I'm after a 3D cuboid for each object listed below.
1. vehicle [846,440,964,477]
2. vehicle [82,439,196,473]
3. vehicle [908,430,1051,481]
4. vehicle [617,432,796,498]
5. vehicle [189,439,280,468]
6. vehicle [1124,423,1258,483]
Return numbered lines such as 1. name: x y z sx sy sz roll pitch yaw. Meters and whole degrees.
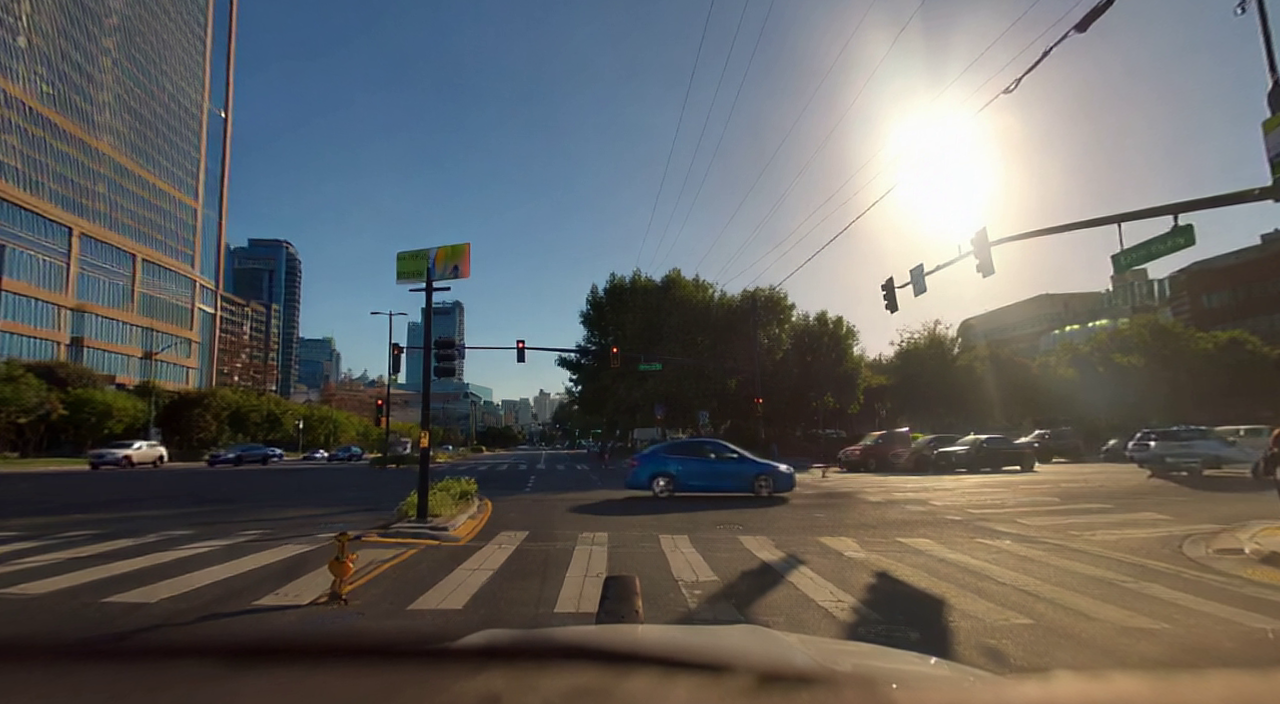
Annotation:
1. vehicle: 11.507 4.612 27.551 4.317 1.491 1.896 2 -9 -11
2. vehicle: -31.195 6.463 39.693 2.456 1.961 5.978 0 -8 -3
3. vehicle: 12.911 3.917 24.066 4.742 1.762 2.180 3 -9 -22
4. vehicle: 1.715 2.896 16.400 4.312 1.540 2.007 -1 -8 8
5. vehicle: -27.828 6.970 43.660 2.388 1.858 6.056 0 -8 -2
6. vehicle: 18.663 3.383 21.351 4.509 1.821 2.066 5 -10 -33
